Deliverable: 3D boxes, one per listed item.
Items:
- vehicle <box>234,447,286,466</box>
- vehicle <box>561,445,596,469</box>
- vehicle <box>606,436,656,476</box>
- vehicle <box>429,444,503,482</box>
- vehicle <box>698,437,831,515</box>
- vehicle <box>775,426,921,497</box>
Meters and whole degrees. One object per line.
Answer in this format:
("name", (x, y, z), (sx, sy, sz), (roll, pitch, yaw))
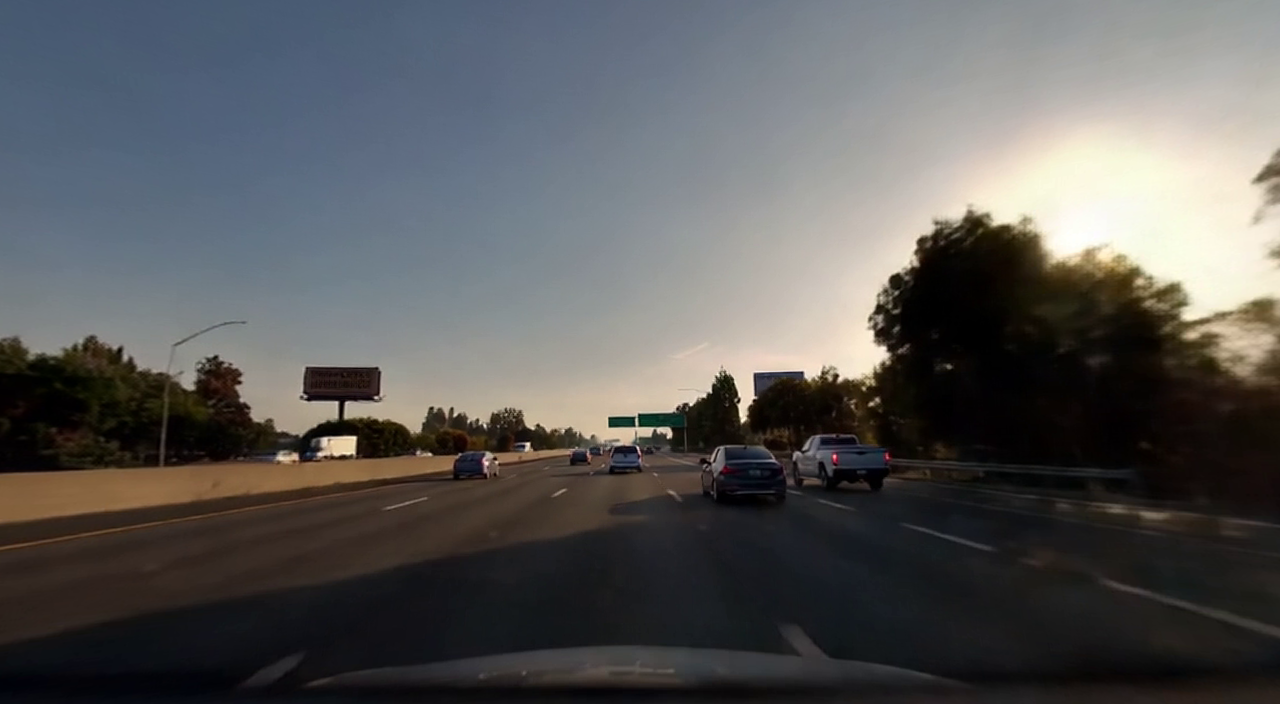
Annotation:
("vehicle", (-29.898, 8.216, 49.822), (1.862, 1.473, 3.639), (0, -8, 0))
("vehicle", (-4.088, 7.042, 42.574), (1.935, 1.487, 4.076), (0, -8, 1))
("vehicle", (-0.438, 5.197, 31.819), (2.323, 1.805, 4.729), (0, -8, 0))
("vehicle", (-7.356, 4.709, 27.110), (1.920, 1.482, 4.385), (0, -8, 0))
("vehicle", (2.563, 2.669, 14.150), (2.011, 1.462, 4.286), (0, -8, -1))
("vehicle", (6.317, 3.417, 20.255), (2.635, 1.919, 5.907), (0, -8, -1))
